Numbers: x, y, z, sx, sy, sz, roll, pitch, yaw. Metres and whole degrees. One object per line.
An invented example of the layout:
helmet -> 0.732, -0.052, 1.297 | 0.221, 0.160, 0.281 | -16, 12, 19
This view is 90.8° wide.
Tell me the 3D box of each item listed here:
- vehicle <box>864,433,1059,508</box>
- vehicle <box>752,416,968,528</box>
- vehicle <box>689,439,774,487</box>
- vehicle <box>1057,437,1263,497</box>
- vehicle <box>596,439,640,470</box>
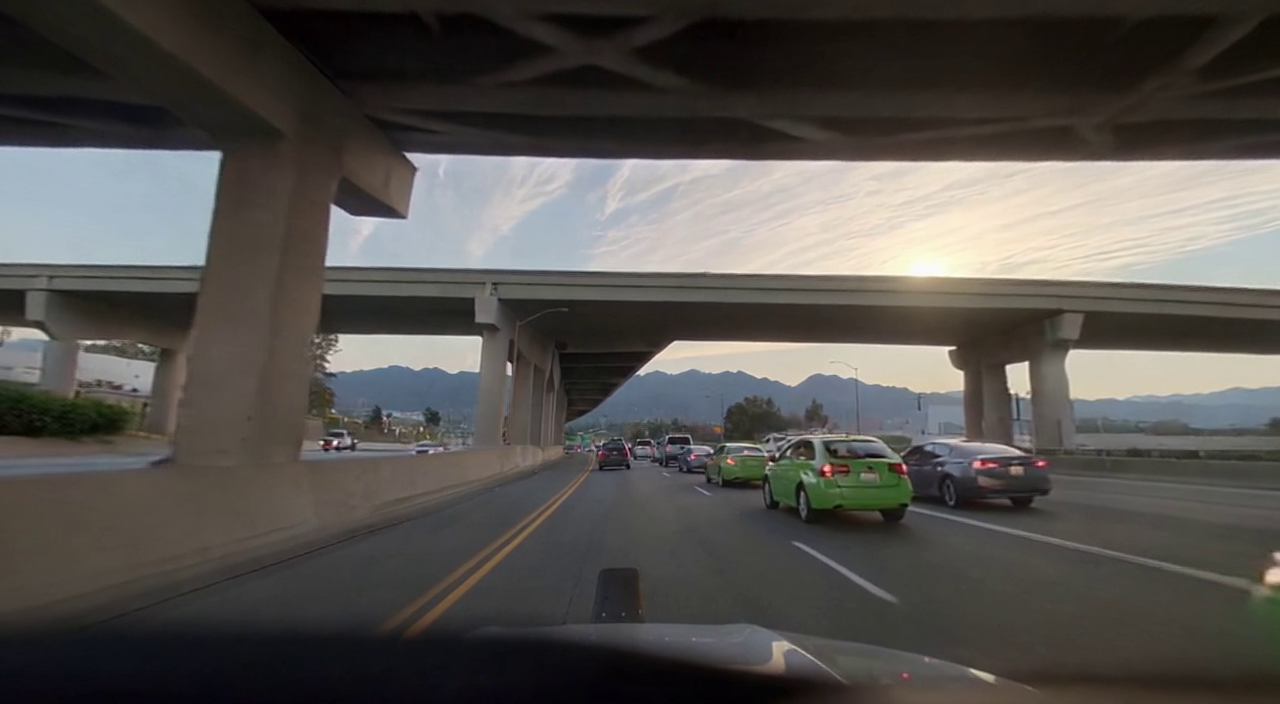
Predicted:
vehicle -> 7.609, 2.847, 15.765 | 2.025, 1.525, 5.211 | 0, -8, -1
vehicle -> 3.938, 2.255, 12.561 | 2.276, 1.739, 5.040 | 0, -8, -3
vehicle -> 3.042, 3.809, 22.092 | 2.074, 1.455, 4.646 | 0, -8, -3
vehicle -> 14.353, 3.176, 17.874 | 1.866, 1.454, 4.434 | 0, -8, -3
vehicle -> -1.219, 5.547, 34.281 | 2.266, 1.549, 3.978 | 0, -8, -2
